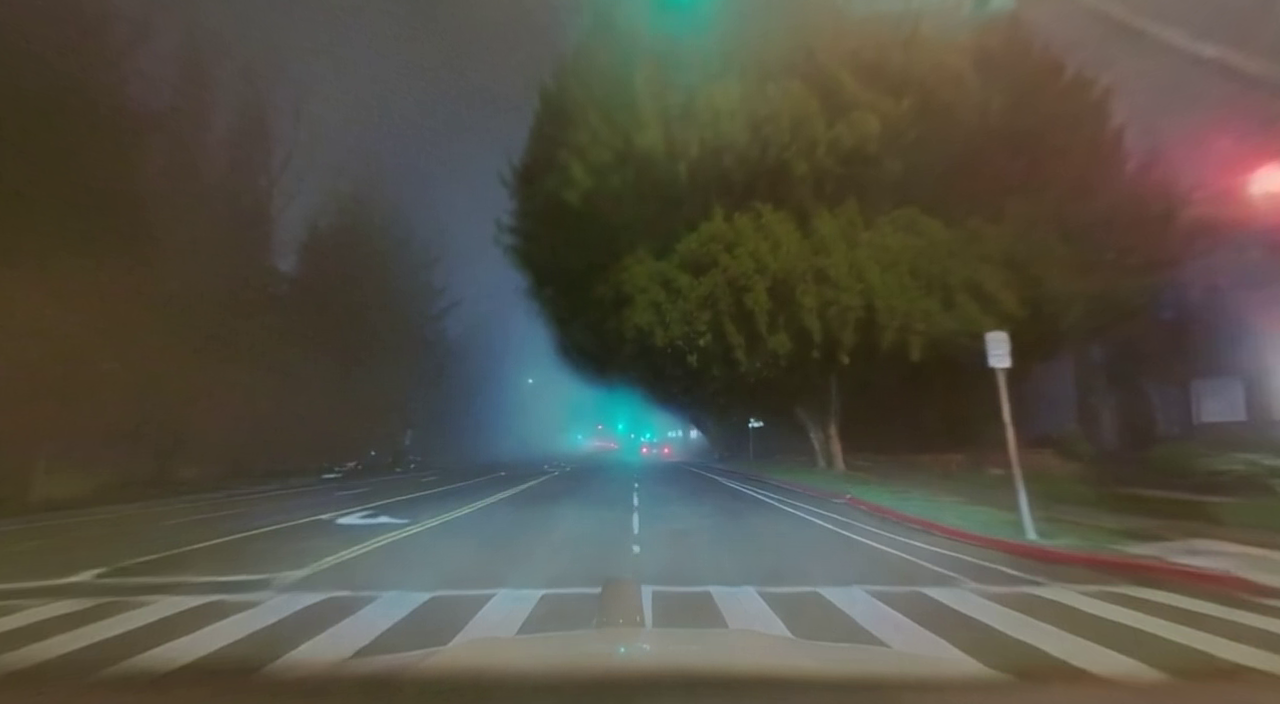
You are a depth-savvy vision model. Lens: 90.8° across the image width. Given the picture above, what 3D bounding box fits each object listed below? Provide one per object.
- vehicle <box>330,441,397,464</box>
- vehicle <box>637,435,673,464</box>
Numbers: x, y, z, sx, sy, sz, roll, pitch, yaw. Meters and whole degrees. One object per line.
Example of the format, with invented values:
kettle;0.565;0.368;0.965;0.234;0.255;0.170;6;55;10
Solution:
vehicle;-20.939;7.634;47.966;4.206;1.721;1.807;0;-8;0
vehicle;0.940;6.496;42.148;2.215;1.799;4.426;0;-8;-1
